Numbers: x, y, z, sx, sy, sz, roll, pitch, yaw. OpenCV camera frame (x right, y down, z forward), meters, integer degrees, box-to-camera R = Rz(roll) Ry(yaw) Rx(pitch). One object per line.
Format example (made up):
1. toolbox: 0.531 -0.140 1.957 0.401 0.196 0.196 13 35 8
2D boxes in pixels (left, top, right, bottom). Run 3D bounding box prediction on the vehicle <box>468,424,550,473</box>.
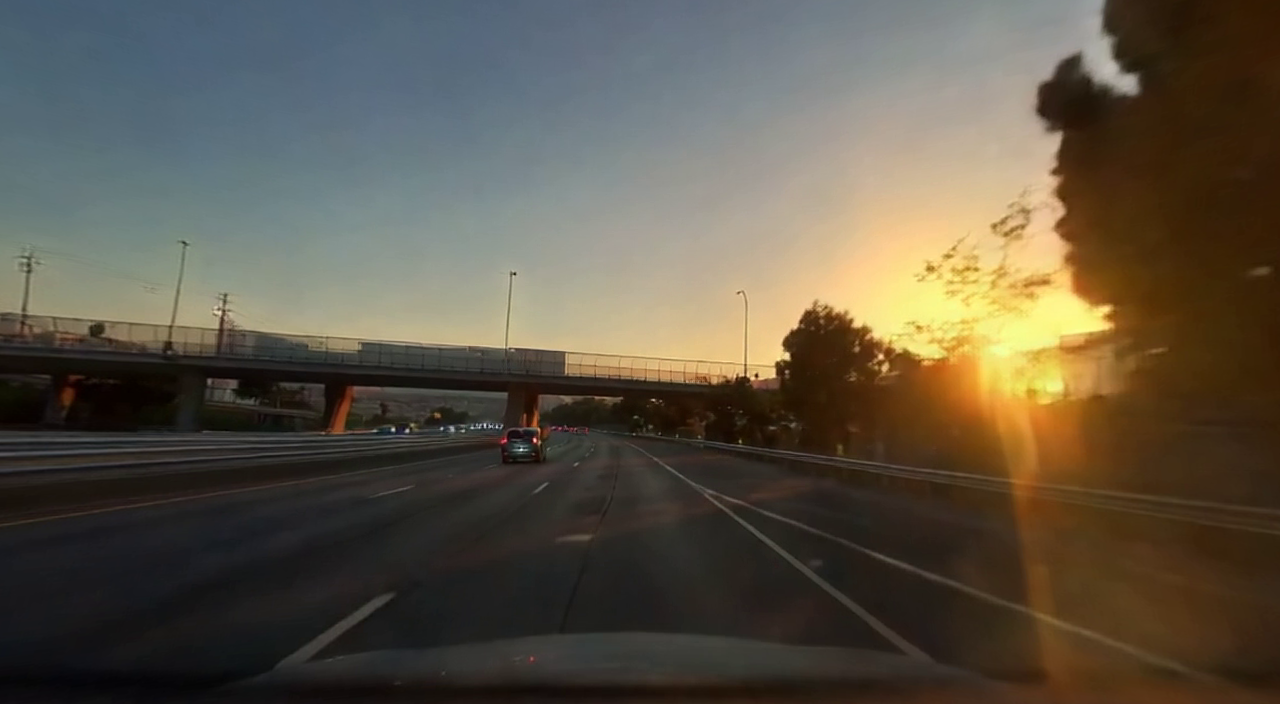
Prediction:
1. vehicle: -4.773 3.594 23.729 2.123 1.601 4.887 0 -8 -1
